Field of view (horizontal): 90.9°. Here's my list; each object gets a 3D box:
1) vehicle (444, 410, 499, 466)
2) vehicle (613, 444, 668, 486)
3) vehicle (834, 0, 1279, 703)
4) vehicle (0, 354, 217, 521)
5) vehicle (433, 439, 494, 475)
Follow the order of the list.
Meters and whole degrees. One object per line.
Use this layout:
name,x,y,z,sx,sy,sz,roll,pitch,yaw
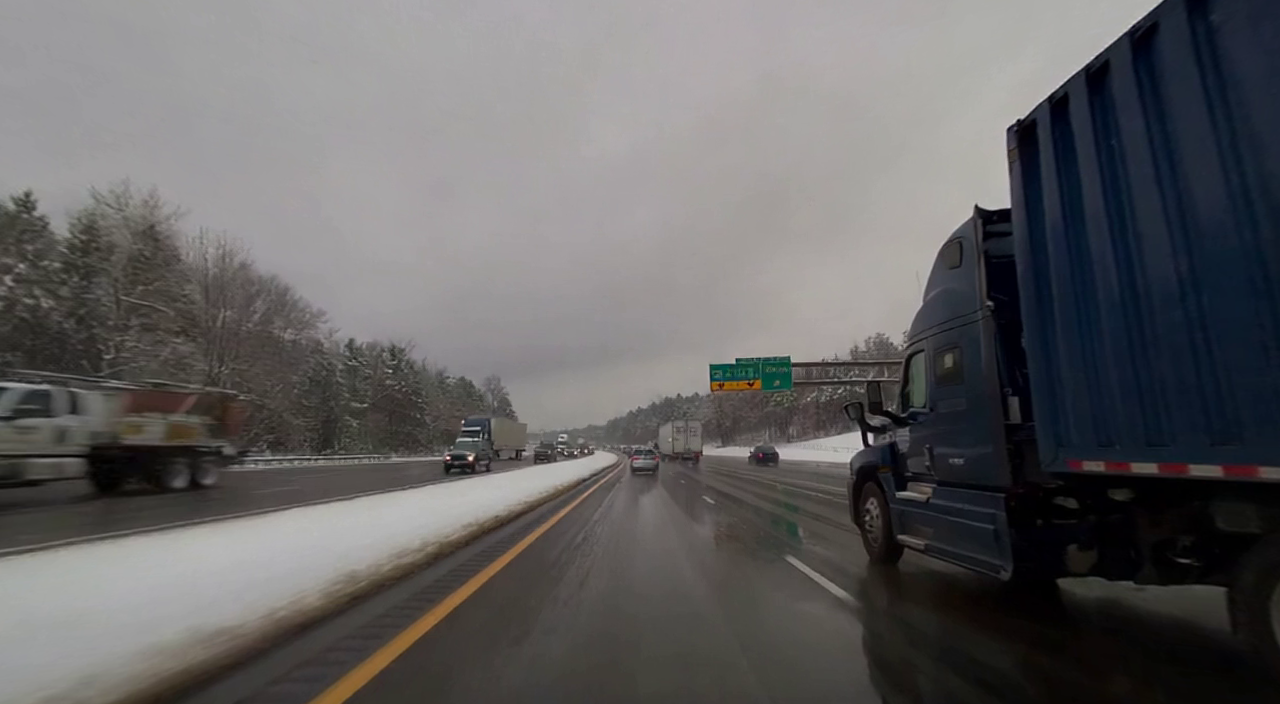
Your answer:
vehicle,-12.266,6.332,46.145,3.045,3.890,2.977,0,-9,0
vehicle,-0.006,4.658,26.332,2.111,1.599,3.859,0,-9,-1
vehicle,3.511,0.296,2.943,2.975,2.936,6.573,0,-9,-1
vehicle,-11.716,1.660,11.925,2.523,2.698,6.861,0,-9,1
vehicle,-7.902,4.747,28.558,1.740,1.474,3.855,0,-9,-1
